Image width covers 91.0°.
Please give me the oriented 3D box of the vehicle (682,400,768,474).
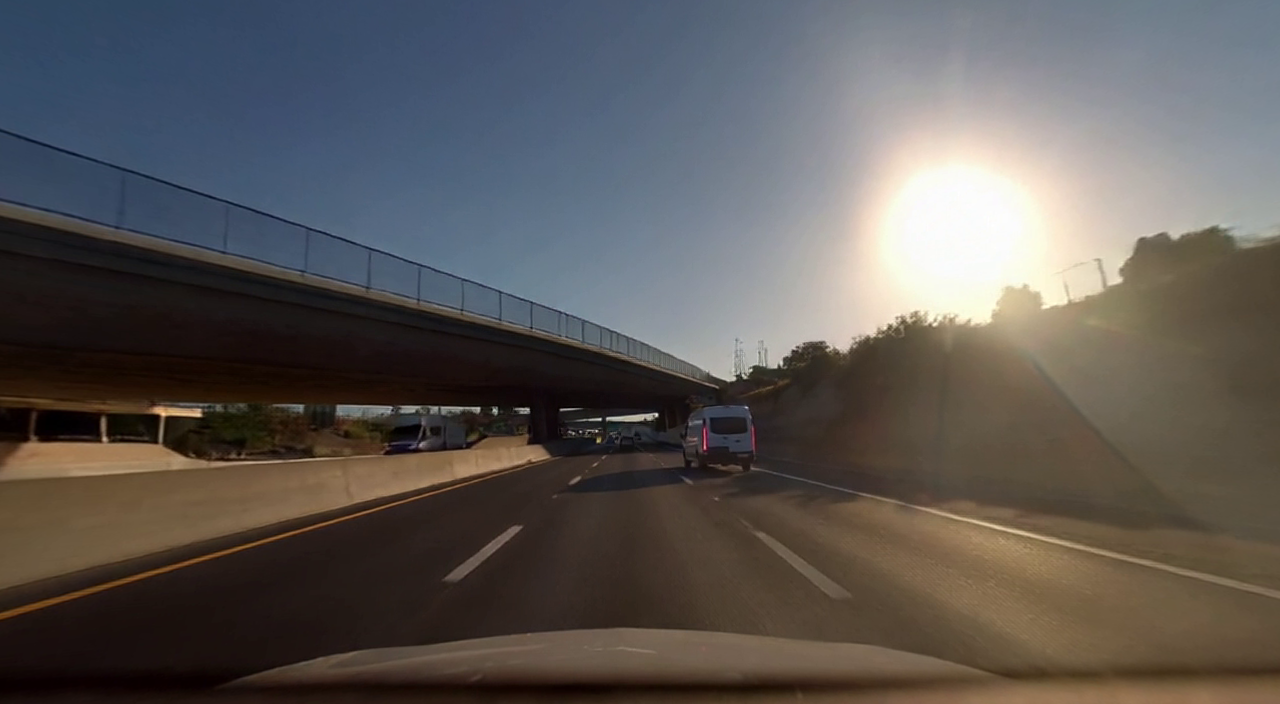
[{"bbox_3d":[3.356,3.604,26.622,2.431,2.667,6.921,0,-8,-2],"label":"vehicle"}]
